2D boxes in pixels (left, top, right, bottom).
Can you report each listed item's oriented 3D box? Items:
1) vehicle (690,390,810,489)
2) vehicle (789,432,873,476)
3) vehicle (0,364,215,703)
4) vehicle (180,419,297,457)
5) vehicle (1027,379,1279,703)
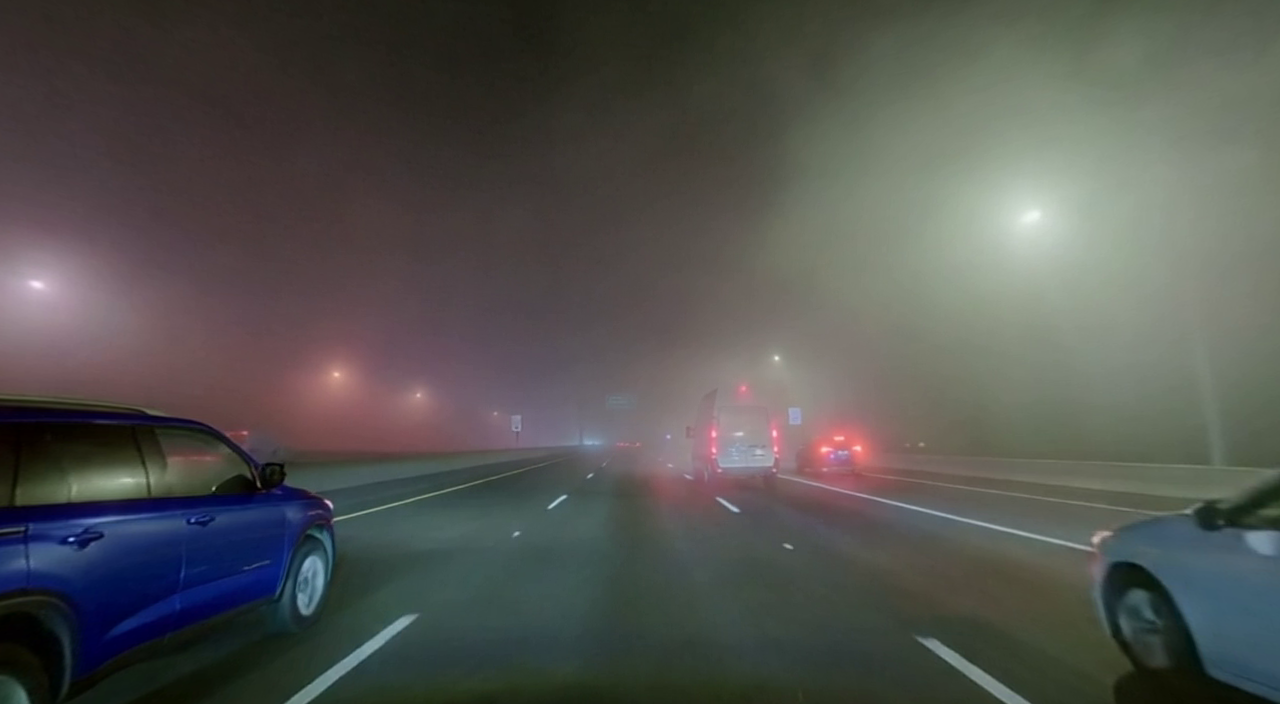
[{"bbox_3d":[3.313,2.903,20.931,2.629,2.718,6.740,0,-8,-1],"label":"vehicle"},{"bbox_3d":[7.614,4.115,25.613,1.978,1.621,4.320,0,-8,-1],"label":"vehicle"},{"bbox_3d":[-3.863,0.777,2.084,2.000,1.646,4.201,0,-8,-1],"label":"vehicle"},{"bbox_3d":[-18.091,3.938,28.828,2.044,1.573,4.964,0,-8,1],"label":"vehicle"},{"bbox_3d":[3.637,0.729,1.573,2.108,1.509,5.059,0,-8,-1],"label":"vehicle"}]
